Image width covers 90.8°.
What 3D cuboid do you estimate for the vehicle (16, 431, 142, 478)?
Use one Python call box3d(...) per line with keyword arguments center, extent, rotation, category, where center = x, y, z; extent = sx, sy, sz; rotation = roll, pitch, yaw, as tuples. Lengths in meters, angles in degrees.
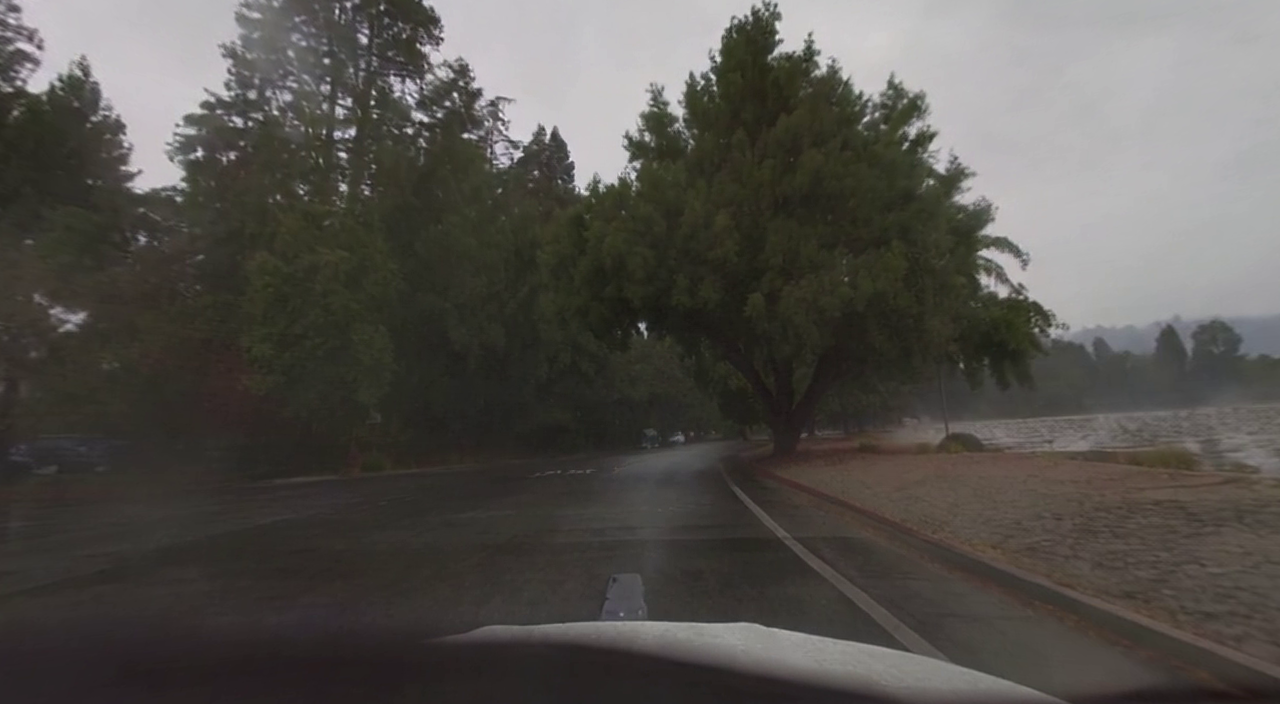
box3d(center=(-28.373, 5.169, 32.056), extent=(4.733, 1.892, 1.939), rotation=(-4, -5, 2), category="vehicle")
